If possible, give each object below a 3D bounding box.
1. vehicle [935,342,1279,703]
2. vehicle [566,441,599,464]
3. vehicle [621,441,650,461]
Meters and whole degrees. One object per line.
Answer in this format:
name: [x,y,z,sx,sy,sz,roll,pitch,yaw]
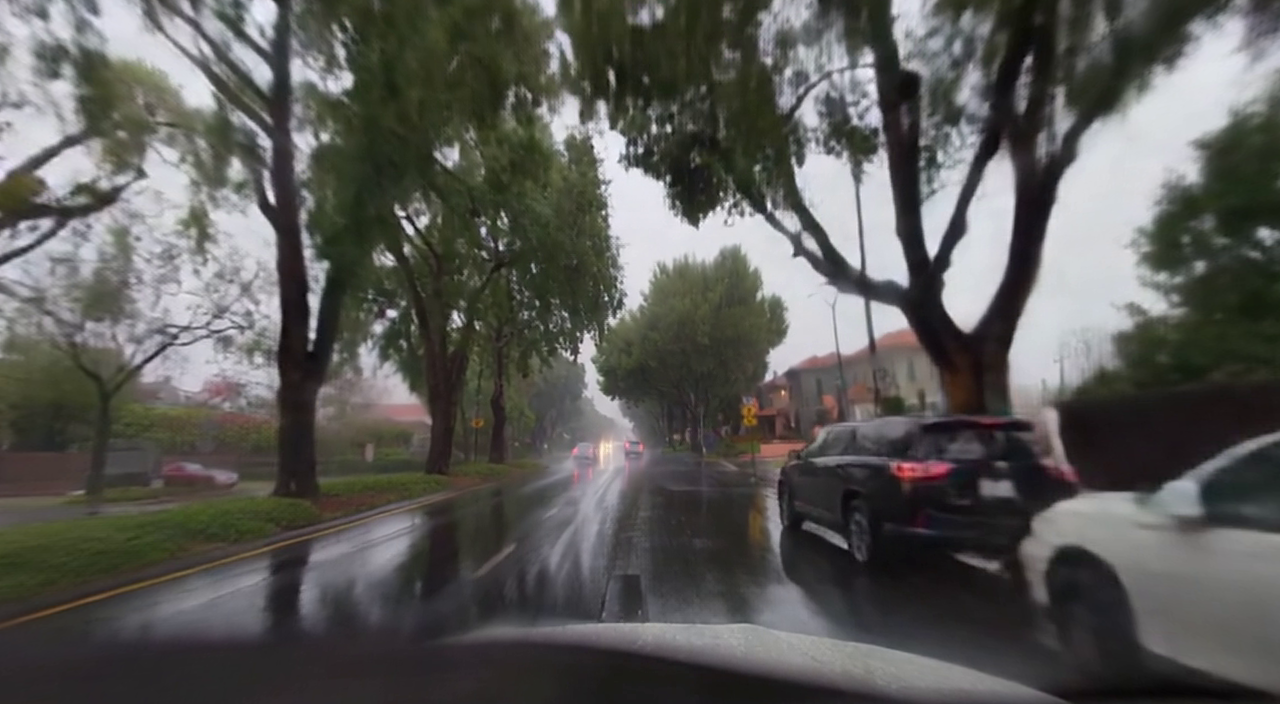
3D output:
vehicle: [3.538,0.912,2.892,2.113,1.760,4.432,0,-9,-1]
vehicle: [-4.294,7.584,47.766,2.129,1.668,4.722,0,-9,0]
vehicle: [-0.388,7.775,49.680,2.142,1.548,4.273,0,-9,-1]
